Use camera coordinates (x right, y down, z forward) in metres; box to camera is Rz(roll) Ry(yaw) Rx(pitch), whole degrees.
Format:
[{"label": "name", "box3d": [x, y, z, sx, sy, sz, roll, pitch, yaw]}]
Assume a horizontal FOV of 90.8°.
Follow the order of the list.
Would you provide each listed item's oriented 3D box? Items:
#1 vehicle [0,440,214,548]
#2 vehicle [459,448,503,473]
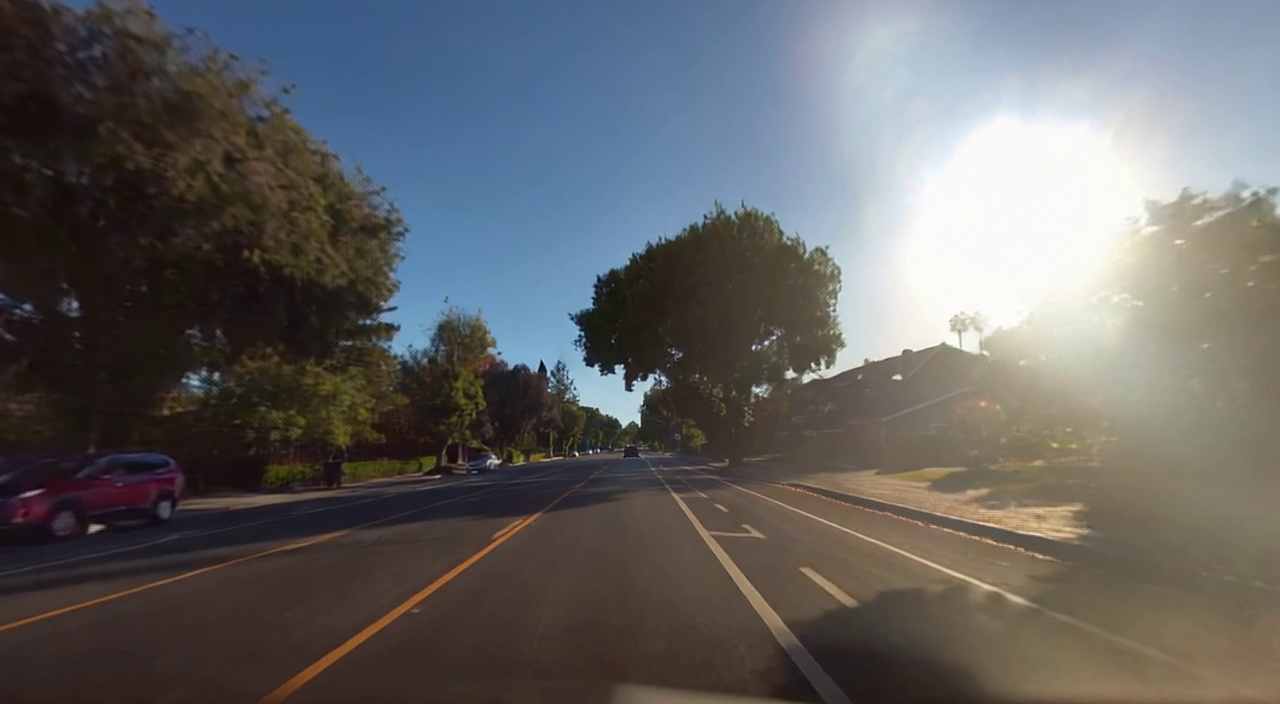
[{"label": "vehicle", "box3d": [-11.741, 2.912, 13.407, 2.062, 1.821, 4.880, -3, -10, -1]}, {"label": "vehicle", "box3d": [-11.915, 8.167, 47.727, 2.047, 1.710, 4.473, -3, -9, 2]}]
